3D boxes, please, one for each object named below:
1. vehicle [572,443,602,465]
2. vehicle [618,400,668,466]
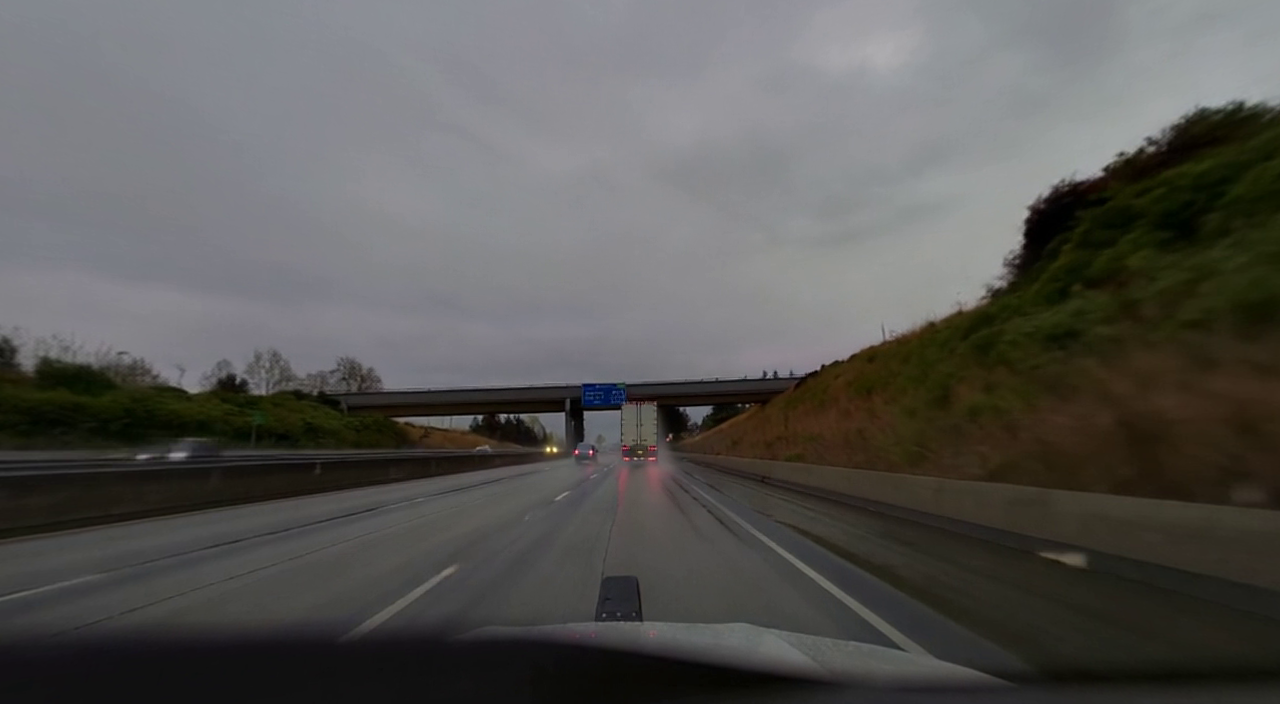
[{"bbox_3d":[-4.040,7.846,48.632,2.005,1.595,4.253,0,-9,-1],"label":"vehicle"},{"bbox_3d":[0.105,5.874,44.445,3.033,3.985,12.383,0,-9,-1],"label":"vehicle"}]
